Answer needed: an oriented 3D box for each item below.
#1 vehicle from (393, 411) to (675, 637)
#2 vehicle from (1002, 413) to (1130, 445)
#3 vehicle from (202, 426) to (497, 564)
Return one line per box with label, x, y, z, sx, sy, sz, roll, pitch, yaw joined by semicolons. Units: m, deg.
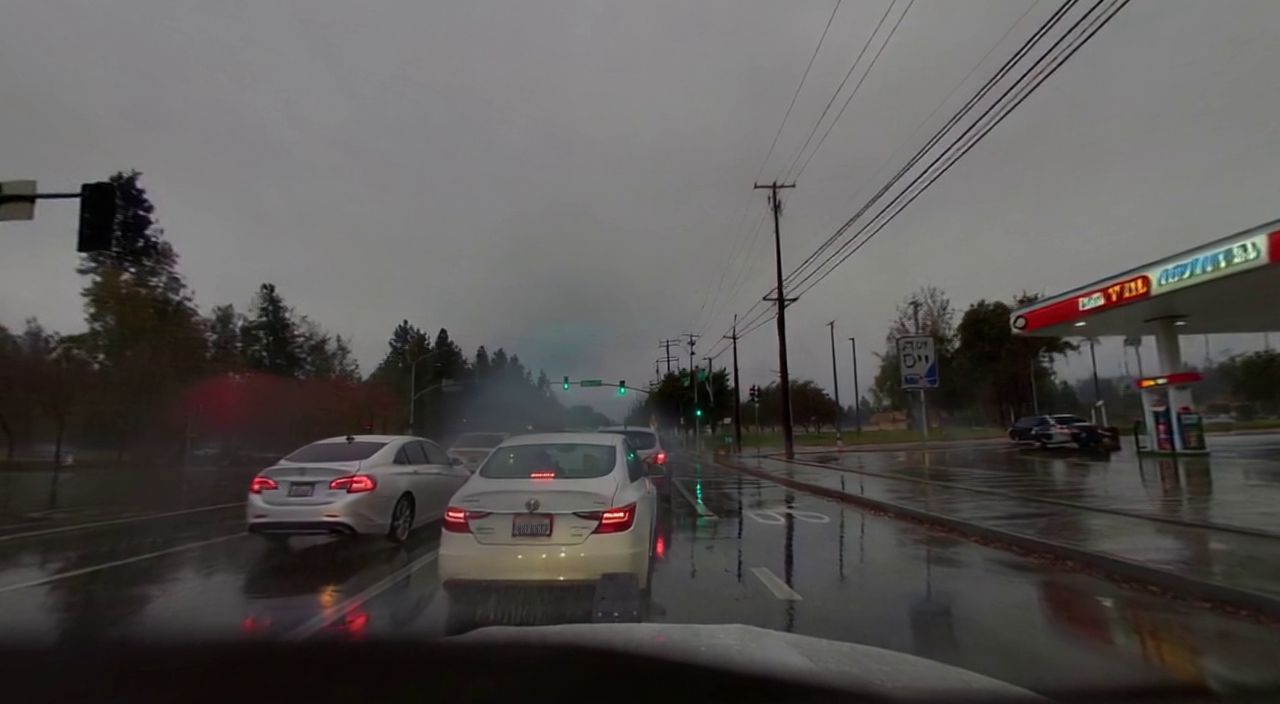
vehicle;-0.648;1.495;6.574;1.916;1.510;4.447;0;-8;2
vehicle;21.163;3.859;31.548;4.874;1.502;2.048;0;-8;0
vehicle;-3.754;1.931;9.402;1.995;1.506;4.773;0;-8;2
